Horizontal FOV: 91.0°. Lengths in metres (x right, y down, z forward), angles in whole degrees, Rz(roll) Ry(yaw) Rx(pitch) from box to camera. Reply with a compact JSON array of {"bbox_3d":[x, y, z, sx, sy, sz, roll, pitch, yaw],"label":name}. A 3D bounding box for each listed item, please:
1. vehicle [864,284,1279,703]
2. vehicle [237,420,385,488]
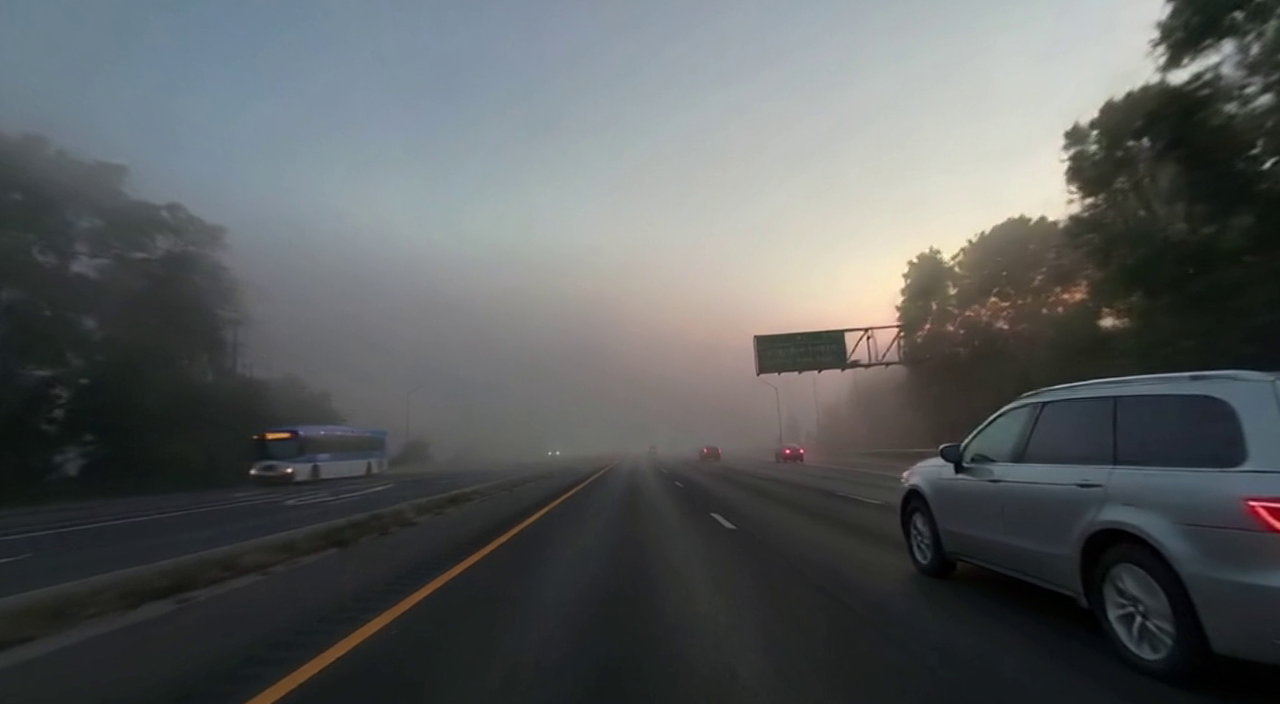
[{"bbox_3d":[3.372,0.923,3.779,2.207,1.850,4.875,0,-9,0],"label":"vehicle"},{"bbox_3d":[-22.368,7.100,44.381,3.045,3.860,13.939,-2,-9,0],"label":"vehicle"}]
